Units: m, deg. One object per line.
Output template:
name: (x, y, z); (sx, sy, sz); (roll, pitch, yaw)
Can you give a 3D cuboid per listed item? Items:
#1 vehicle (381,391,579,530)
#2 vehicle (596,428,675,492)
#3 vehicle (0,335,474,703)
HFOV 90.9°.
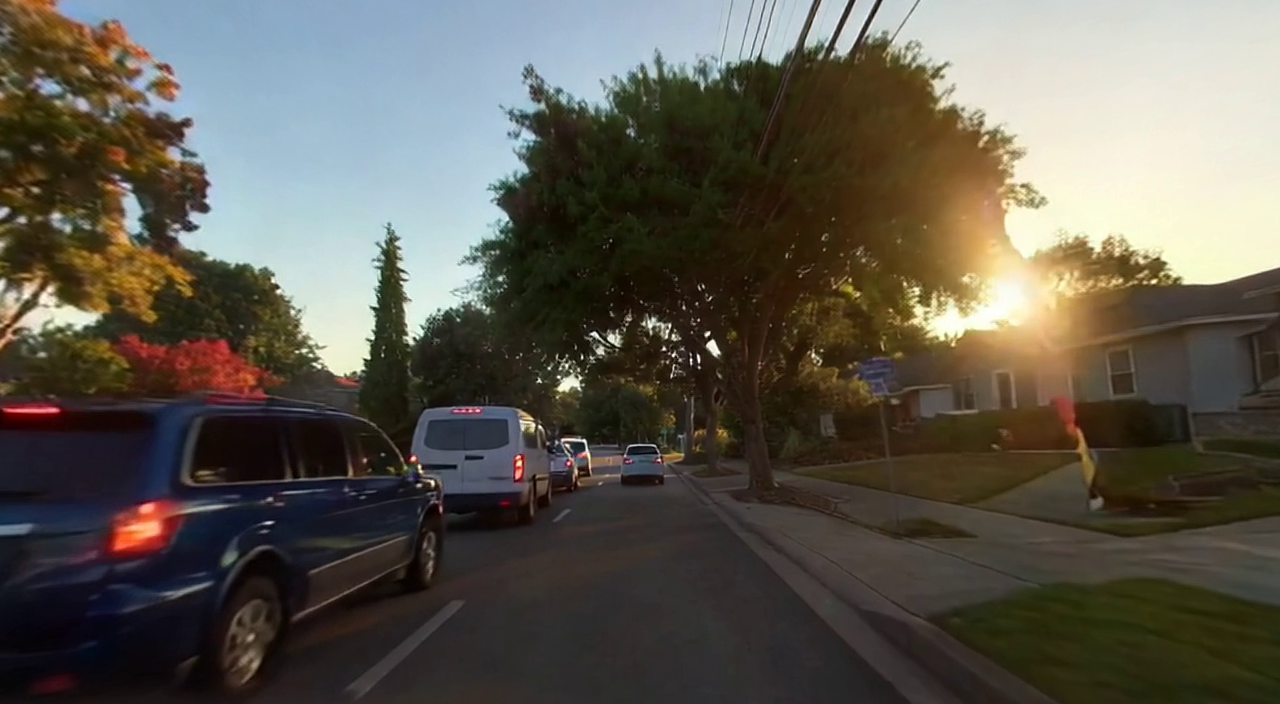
vehicle: (-2.799, 2.127, 12.796); (2.411, 2.185, 5.544); (0, -9, 2)
vehicle: (-0.124, 3.232, 19.081); (2.120, 1.718, 3.909); (0, -9, 0)
vehicle: (-2.842, 1.106, 4.333); (2.105, 1.709, 4.251); (0, -9, 2)
